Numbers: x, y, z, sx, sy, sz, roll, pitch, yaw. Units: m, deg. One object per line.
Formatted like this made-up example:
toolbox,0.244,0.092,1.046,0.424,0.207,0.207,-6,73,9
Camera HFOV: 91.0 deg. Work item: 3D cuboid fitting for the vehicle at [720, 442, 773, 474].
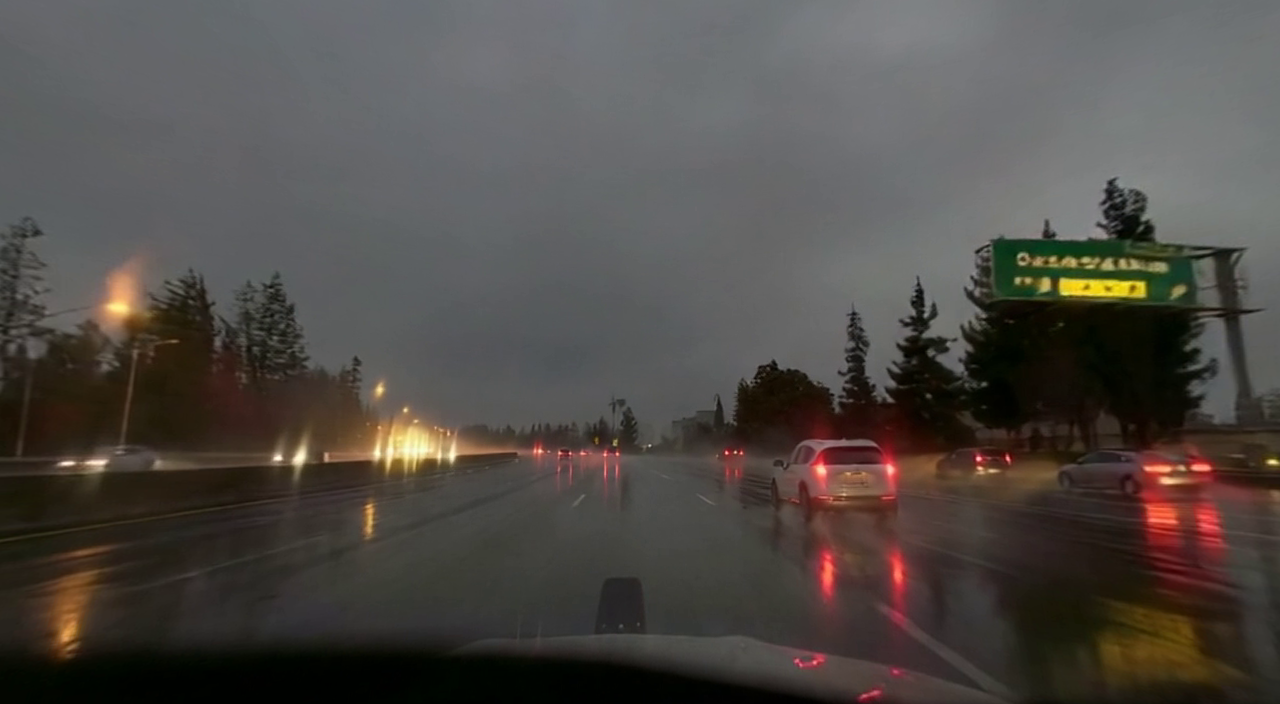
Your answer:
vehicle,6.326,6.339,37.910,2.167,1.793,4.683,0,-9,-2

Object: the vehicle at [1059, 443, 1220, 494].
vehicle,16.616,3.874,21.327,1.878,1.486,4.636,-1,-9,4

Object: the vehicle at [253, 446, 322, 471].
vehicle,-25.252,7.638,45.395,2.170,1.723,5.110,0,-9,-2

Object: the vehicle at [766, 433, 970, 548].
vehicle,3.531,2.207,10.653,1.975,1.562,3.823,0,-9,0

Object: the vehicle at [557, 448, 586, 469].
vehicle,-5.363,8.382,49.724,2.080,1.524,4.442,0,-9,-3

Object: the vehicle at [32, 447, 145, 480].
vehicle,-28.367,5.743,32.629,1.909,1.586,4.394,0,-9,-1
